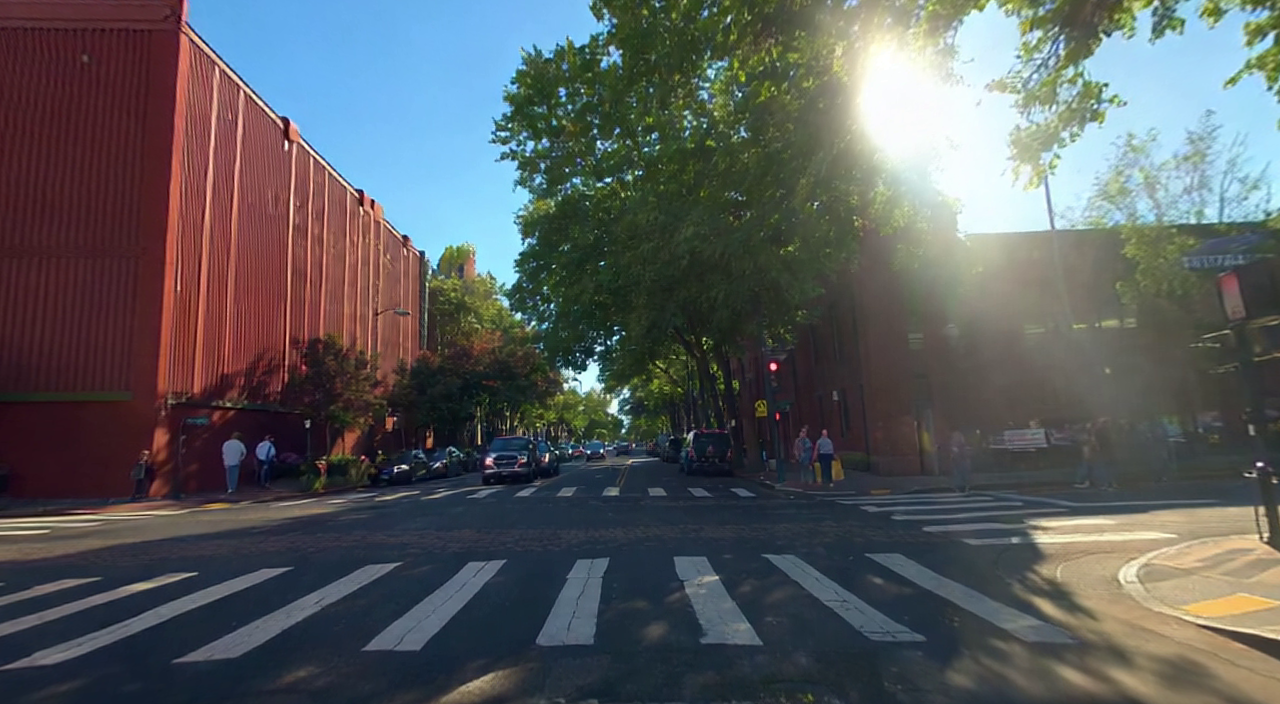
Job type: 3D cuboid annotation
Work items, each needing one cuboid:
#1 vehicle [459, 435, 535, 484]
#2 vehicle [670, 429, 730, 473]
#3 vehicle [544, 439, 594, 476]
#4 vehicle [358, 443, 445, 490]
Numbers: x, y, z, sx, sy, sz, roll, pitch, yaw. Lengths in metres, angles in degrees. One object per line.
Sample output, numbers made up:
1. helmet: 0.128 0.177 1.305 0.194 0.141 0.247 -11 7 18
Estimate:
1. vehicle: -5.966 4.530 27.038 2.242 1.887 4.924 0 -8 -2
2. vehicle: 3.101 5.311 34.080 2.557 2.188 5.164 0 -8 -2
3. vehicle: -3.283 4.956 29.820 2.033 1.596 4.142 0 -8 -2
4. vehicle: -9.906 4.750 26.603 2.216 1.804 4.526 1 -8 -5
